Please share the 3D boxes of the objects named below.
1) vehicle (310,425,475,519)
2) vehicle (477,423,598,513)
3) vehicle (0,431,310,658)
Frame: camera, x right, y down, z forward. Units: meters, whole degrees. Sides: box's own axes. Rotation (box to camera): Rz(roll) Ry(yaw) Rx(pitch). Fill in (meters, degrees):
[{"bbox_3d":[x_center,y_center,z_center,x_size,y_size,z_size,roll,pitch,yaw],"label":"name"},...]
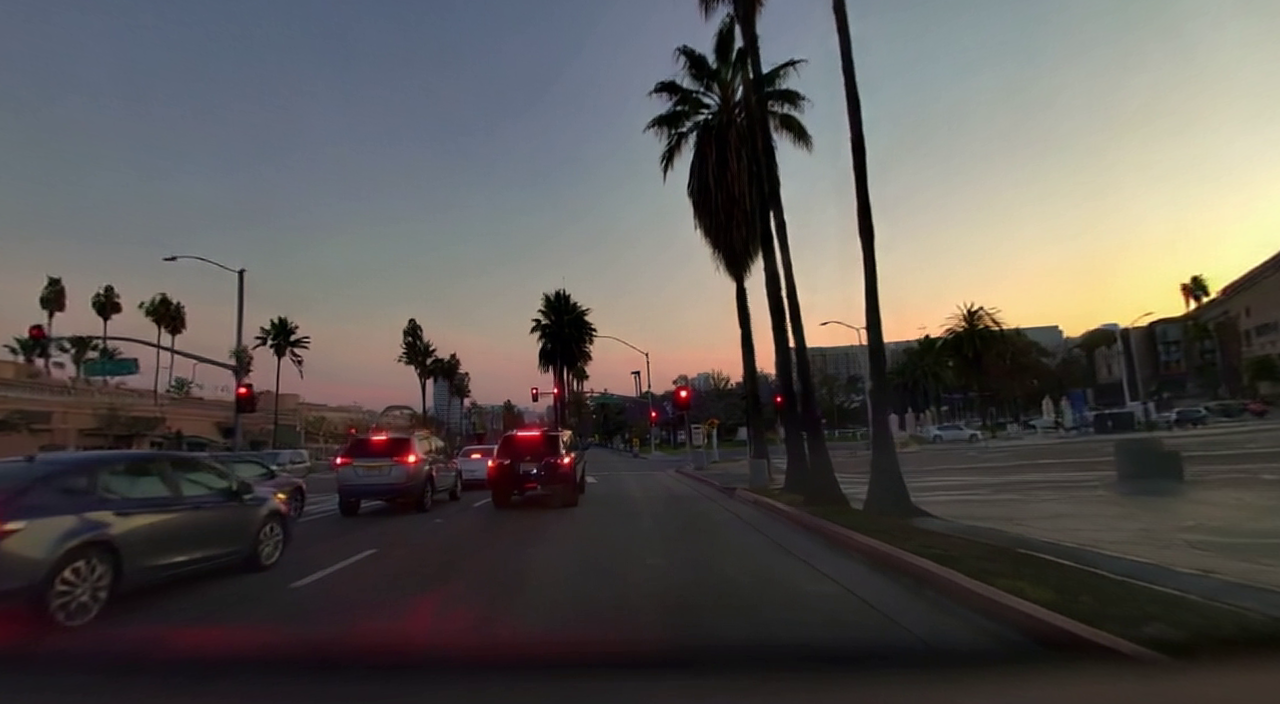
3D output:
[{"bbox_3d":[-5.622,2.783,15.174,2.025,1.862,4.804,0,-9,0],"label":"vehicle"},{"bbox_3d":[-2.193,2.650,14.838,2.153,1.759,4.320,0,-9,-1],"label":"vehicle"},{"bbox_3d":[-5.453,1.627,6.246,1.885,1.567,4.775,0,-9,-1],"label":"vehicle"}]
